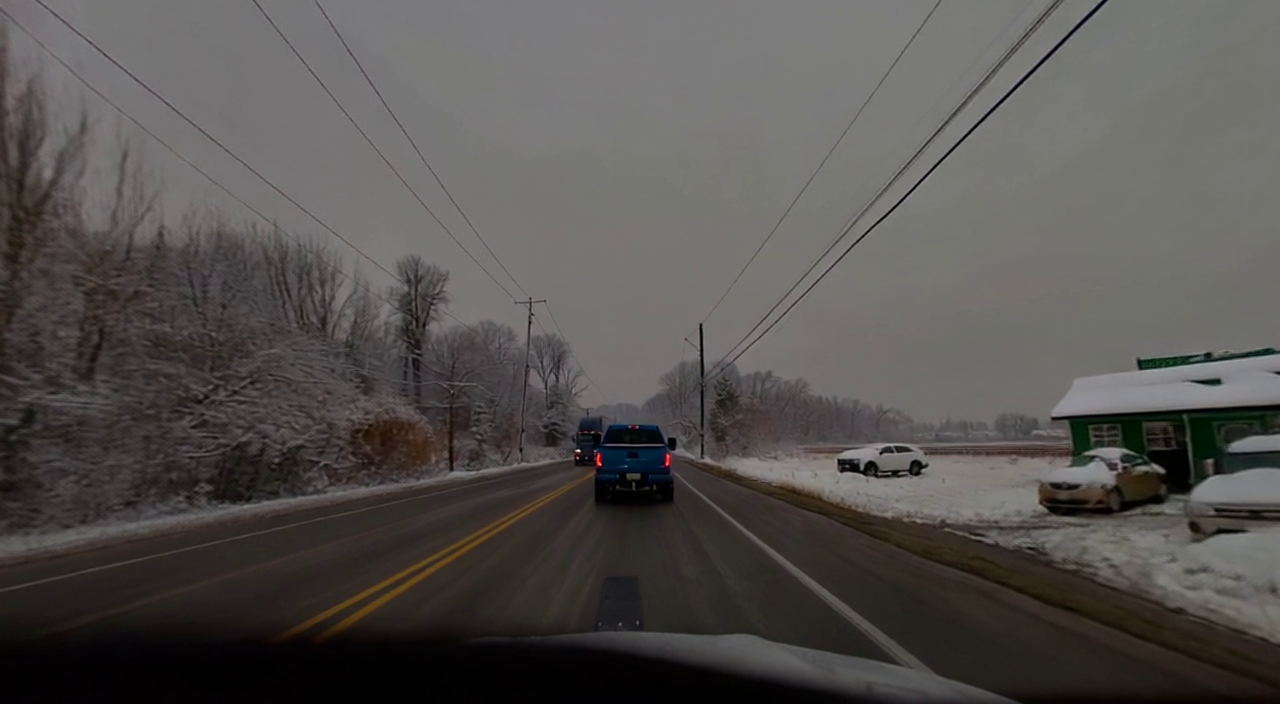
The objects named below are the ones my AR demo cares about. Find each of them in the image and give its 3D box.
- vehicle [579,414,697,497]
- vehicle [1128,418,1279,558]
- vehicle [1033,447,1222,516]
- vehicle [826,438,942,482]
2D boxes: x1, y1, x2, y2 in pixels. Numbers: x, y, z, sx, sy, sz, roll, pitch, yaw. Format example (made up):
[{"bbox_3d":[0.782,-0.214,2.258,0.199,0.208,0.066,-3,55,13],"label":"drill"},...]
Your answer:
[{"bbox_3d":[-0.022,3.124,19.457,2.921,2.031,7.416,0,-8,0],"label":"vehicle"},{"bbox_3d":[11.167,2.236,10.989,5.776,1.936,2.535,6,-8,-35],"label":"vehicle"},{"bbox_3d":[12.052,3.086,15.577,4.571,1.451,1.906,5,-10,-29],"label":"vehicle"},{"bbox_3d":[10.868,4.698,27.944,5.304,1.754,2.340,7,-11,-38],"label":"vehicle"}]
